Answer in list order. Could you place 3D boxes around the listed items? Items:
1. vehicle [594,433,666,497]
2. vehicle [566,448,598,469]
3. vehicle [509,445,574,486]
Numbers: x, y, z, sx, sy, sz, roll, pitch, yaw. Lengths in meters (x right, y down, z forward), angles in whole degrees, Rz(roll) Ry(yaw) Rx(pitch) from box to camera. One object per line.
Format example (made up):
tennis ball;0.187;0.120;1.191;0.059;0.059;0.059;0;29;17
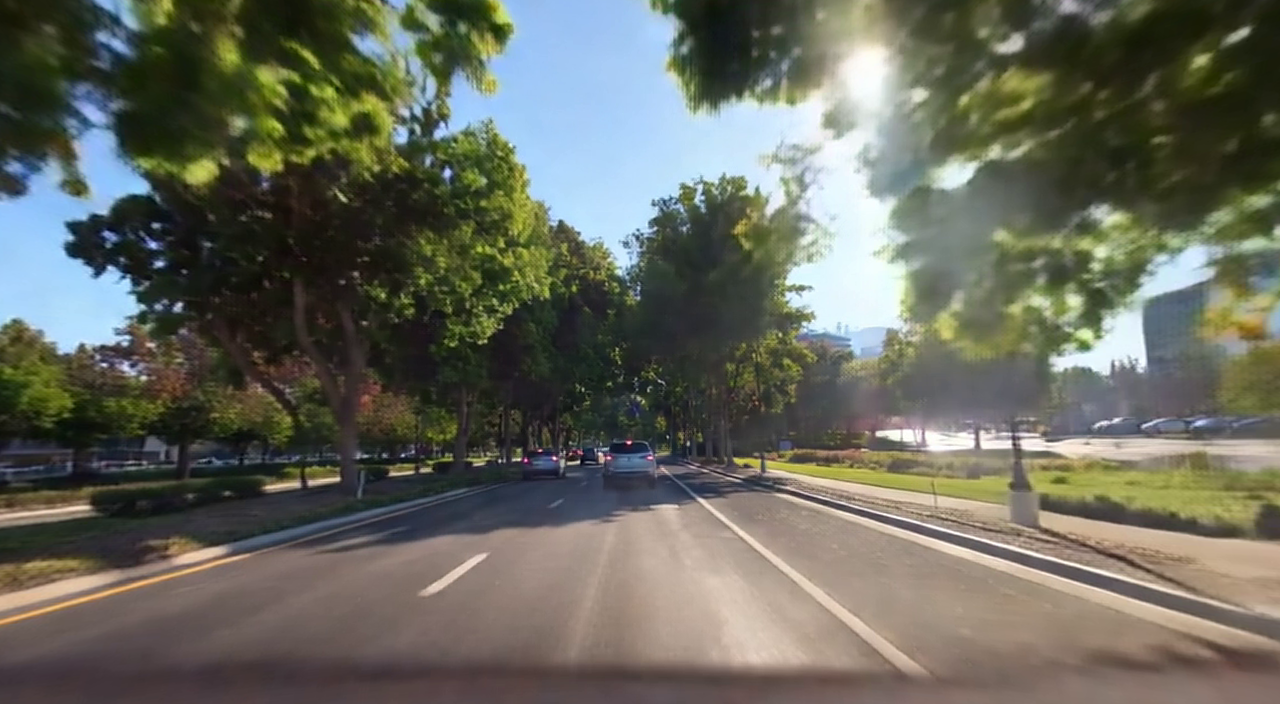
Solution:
vehicle;-0.295;3.480;19.842;2.018;1.769;3.897;0;-8;0
vehicle;-4.240;7.890;47.047;1.959;1.485;4.452;0;-8;0
vehicle;-3.974;4.618;26.104;1.936;1.538;4.016;0;-8;1
